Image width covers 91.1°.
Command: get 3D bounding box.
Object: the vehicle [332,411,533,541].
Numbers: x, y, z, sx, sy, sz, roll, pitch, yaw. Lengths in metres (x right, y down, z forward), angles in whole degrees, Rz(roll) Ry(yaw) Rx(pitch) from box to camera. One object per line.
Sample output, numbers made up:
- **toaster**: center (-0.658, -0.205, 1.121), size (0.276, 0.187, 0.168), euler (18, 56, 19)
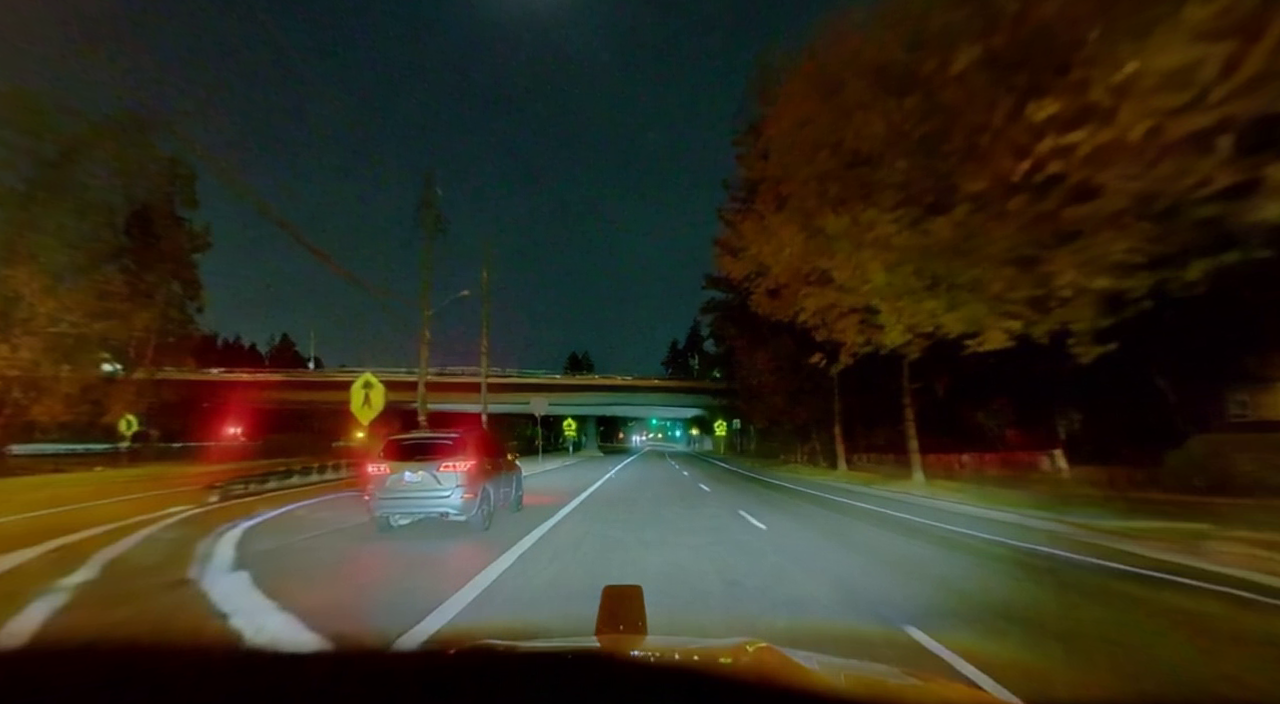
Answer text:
- **vehicle**: center (-3.152, 1.967, 10.620), size (1.882, 1.704, 4.335), euler (-1, -8, 1)
